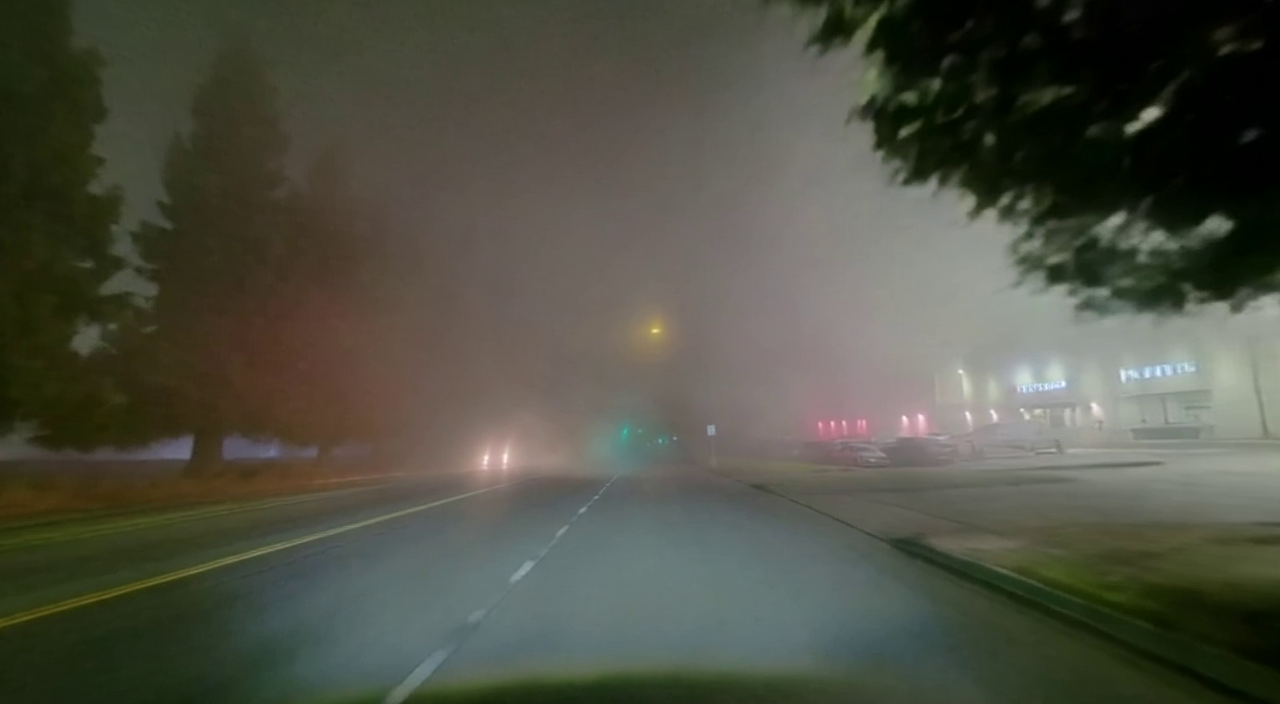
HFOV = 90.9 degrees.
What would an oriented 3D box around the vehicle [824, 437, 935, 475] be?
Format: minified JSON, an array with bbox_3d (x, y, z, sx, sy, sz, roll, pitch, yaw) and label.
[{"bbox_3d":[11.156,4.893,29.621,4.361,1.462,1.857,-4,-9,1],"label":"vehicle"}]

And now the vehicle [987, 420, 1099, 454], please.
[{"bbox_3d":[22.720,4.785,35.665,4.759,1.564,2.117,-3,-7,0],"label":"vehicle"}]
